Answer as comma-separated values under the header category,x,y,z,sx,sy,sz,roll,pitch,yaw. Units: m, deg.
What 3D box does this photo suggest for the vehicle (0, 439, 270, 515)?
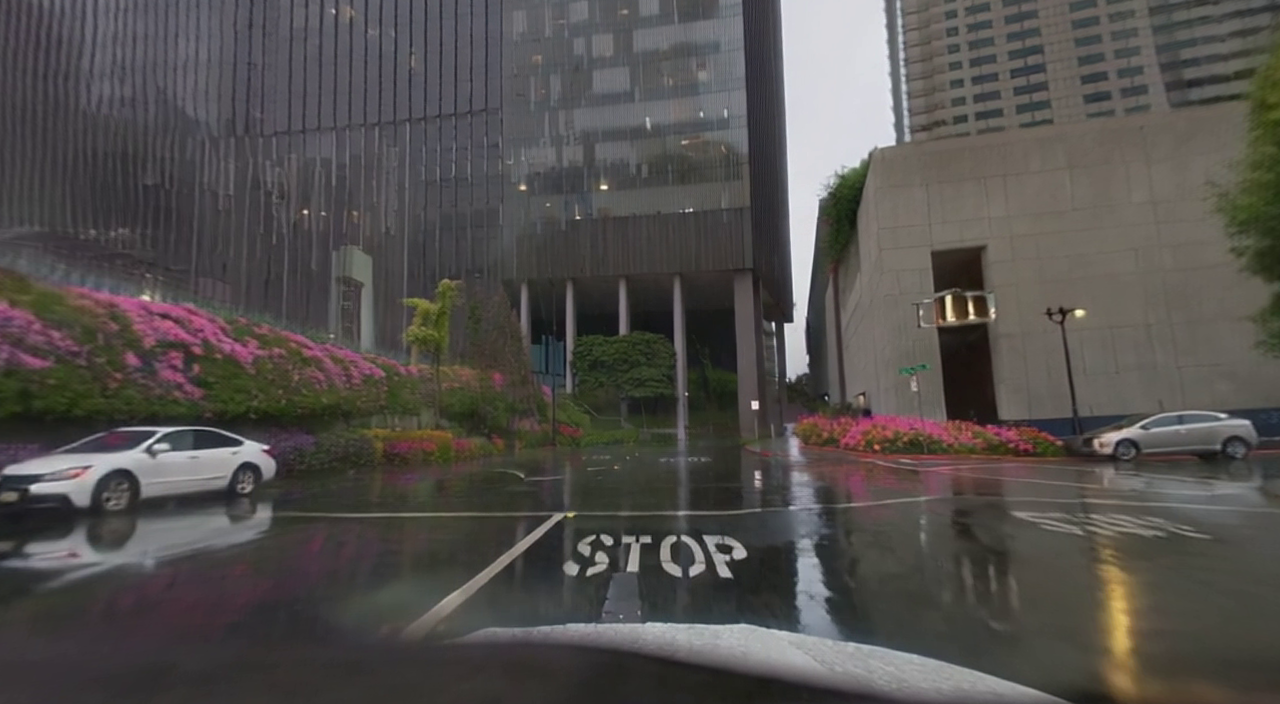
category,x,y,z,sx,sy,sz,roll,pitch,yaw
vehicle,-11.032,2.687,14.070,4.694,1.447,2.137,5,-10,-31
